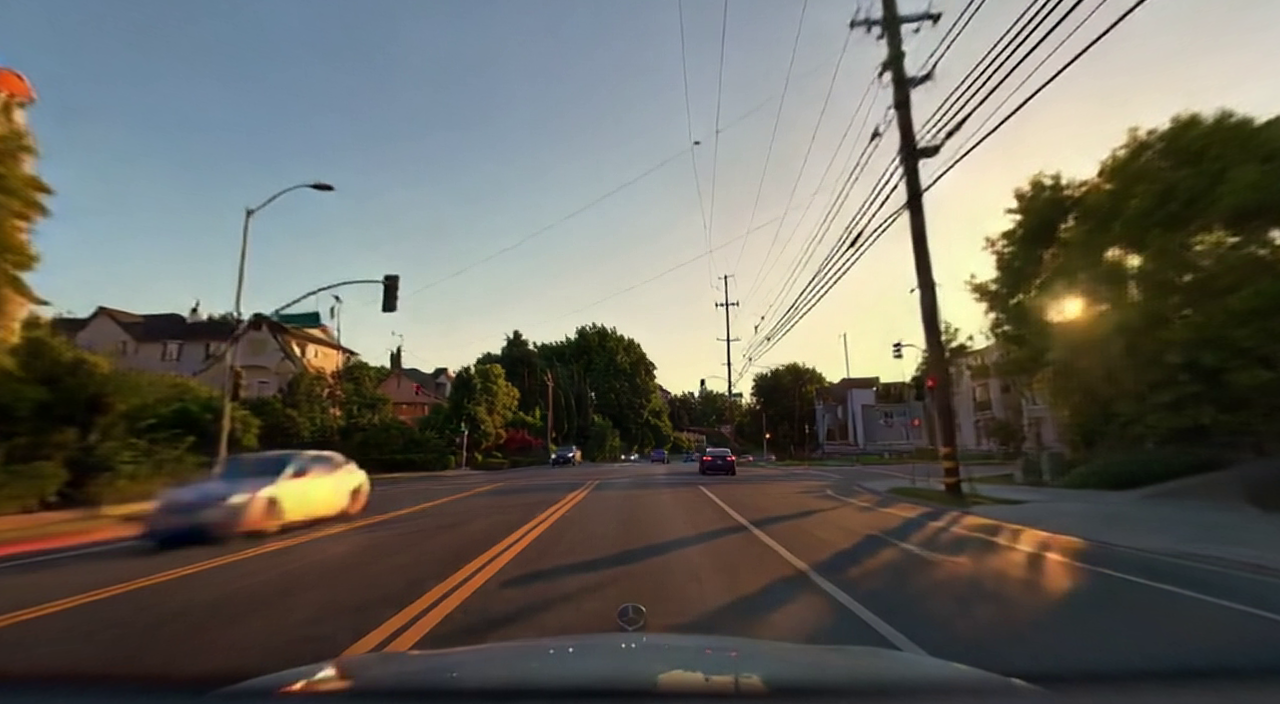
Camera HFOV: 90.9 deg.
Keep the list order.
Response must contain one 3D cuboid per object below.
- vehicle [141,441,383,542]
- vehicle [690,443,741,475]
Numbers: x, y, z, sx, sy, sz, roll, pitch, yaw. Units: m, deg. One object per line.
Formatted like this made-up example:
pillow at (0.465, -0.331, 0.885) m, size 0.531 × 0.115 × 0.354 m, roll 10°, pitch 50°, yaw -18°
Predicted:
vehicle at (-7.263, 2.671, 12.853) m, size 2.126 × 1.645 × 4.493 m, roll 0°, pitch -8°, yaw 0°
vehicle at (3.708, 5.310, 31.638) m, size 1.951 × 1.479 × 4.487 m, roll 0°, pitch -8°, yaw 0°
